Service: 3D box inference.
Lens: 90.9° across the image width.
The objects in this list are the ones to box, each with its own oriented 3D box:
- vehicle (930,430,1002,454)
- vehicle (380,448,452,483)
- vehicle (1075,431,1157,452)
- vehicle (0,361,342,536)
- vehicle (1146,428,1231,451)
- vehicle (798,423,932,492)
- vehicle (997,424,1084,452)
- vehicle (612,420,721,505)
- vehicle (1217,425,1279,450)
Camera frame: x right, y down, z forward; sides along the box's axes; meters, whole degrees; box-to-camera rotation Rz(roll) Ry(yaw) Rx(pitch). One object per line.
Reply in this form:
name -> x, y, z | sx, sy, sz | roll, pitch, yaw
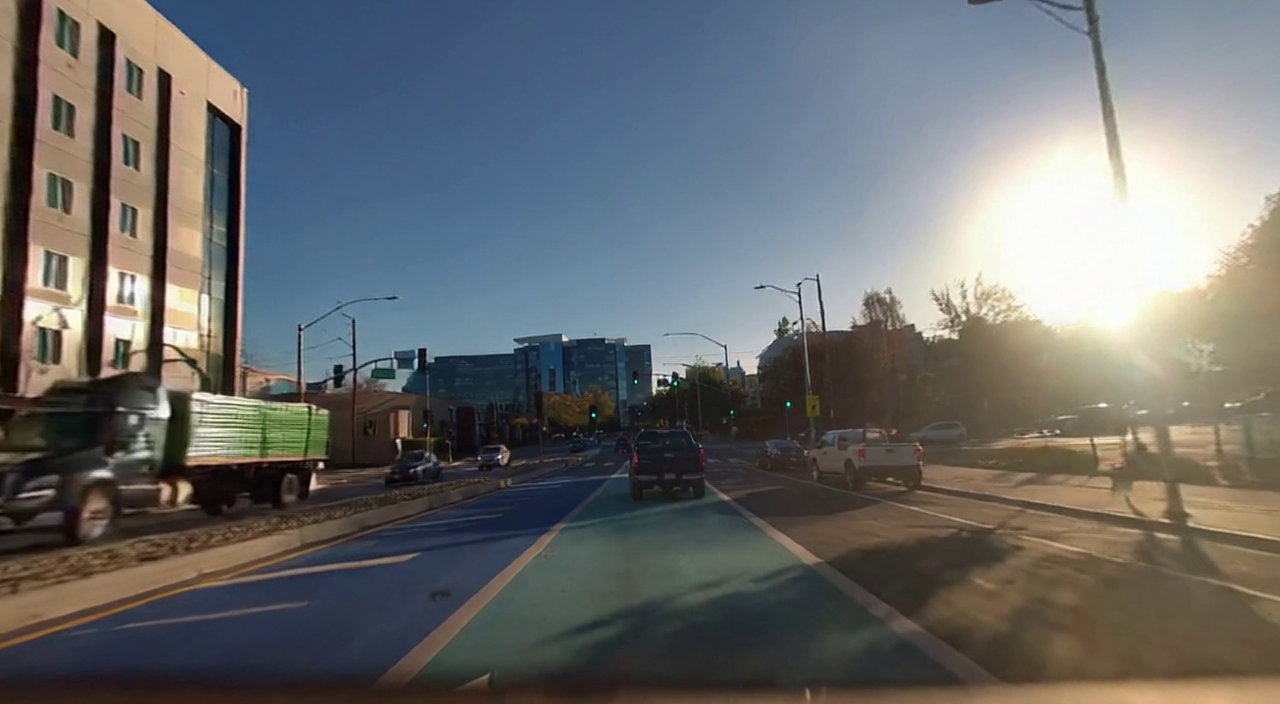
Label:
vehicle -> 23.207, 6.412, 44.990 | 3.973, 1.623, 2.024 | -1, -9, 0
vehicle -> -10.688, 5.426, 30.447 | 2.019, 1.547, 4.315 | 0, -9, -2
vehicle -> 33.705, 6.361, 44.742 | 4.275, 1.487, 1.781 | 0, -9, 1
vehicle -> -13.542, 2.953, 19.514 | 3.101, 3.878, 10.902 | 0, -9, 1
vehicle -> 38.859, 6.220, 44.764 | 4.286, 1.625, 1.809 | 0, -8, 0
vehicle -> 6.660, 3.214, 19.408 | 2.205, 1.823, 5.078 | 0, -9, 0
vehicle -> 28.435, 6.157, 44.903 | 4.655, 1.852, 2.161 | -1, -10, -2
vehicle -> 0.515, 2.649, 15.461 | 2.283, 1.773, 4.255 | 0, -9, -1
vehicle -> 43.946, 6.095, 44.657 | 3.934, 1.710, 2.114 | -1, -9, 4
